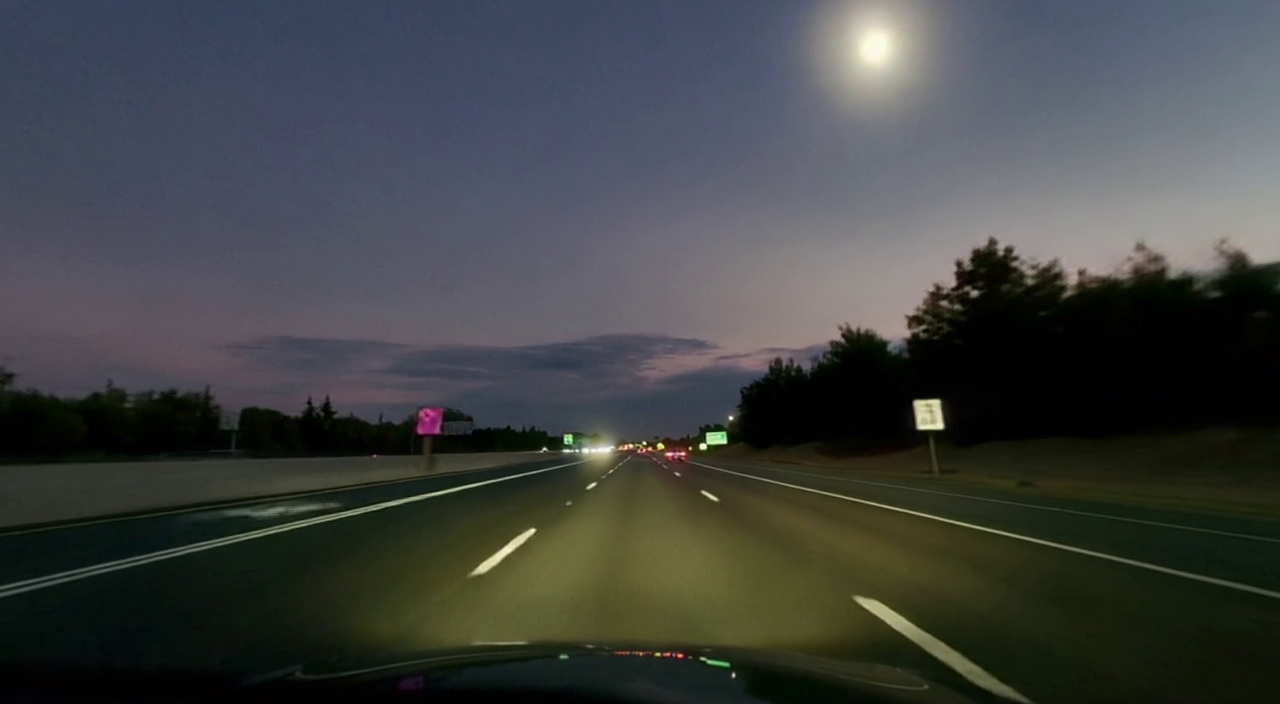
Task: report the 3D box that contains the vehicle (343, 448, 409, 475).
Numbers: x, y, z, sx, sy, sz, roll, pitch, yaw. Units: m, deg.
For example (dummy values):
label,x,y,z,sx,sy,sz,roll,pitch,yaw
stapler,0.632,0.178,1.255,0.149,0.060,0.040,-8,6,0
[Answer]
label,x,y,z,sx,sy,sz,roll,pitch,yaw
vehicle,-15.653,6.513,37.657,1.903,1.486,4.666,0,-9,1
